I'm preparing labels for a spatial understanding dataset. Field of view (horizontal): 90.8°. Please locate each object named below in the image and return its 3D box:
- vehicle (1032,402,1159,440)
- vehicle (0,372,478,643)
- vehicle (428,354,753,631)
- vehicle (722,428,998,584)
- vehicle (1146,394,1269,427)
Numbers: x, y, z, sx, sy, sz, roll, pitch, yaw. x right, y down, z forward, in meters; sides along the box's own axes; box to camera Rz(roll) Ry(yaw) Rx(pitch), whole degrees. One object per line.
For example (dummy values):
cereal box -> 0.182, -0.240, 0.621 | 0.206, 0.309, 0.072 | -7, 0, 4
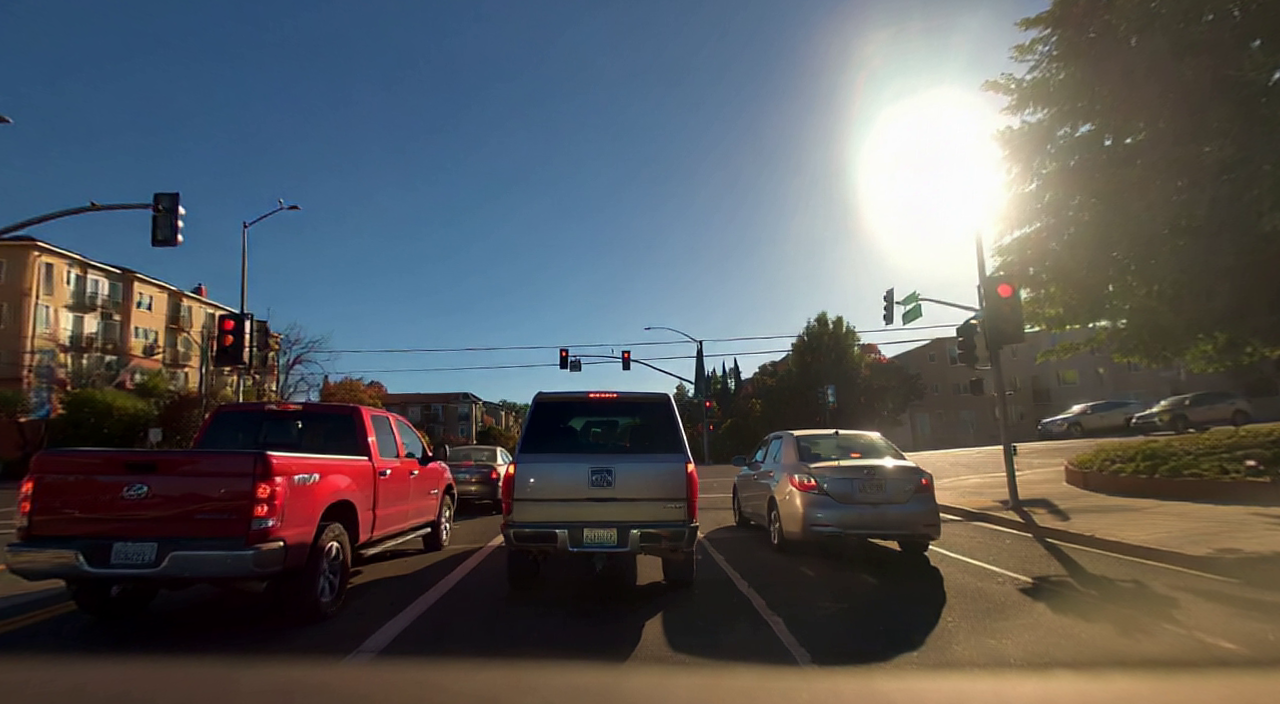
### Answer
vehicle -> 23.299, 3.592, 32.488 | 4.721, 1.866, 2.188 | 0, -9, 2
vehicle -> -3.464, 1.431, 6.944 | 2.146, 1.828, 5.148 | 0, -9, -2
vehicle -> -0.376, 1.312, 6.767 | 2.282, 1.964, 4.421 | 0, -9, -1
vehicle -> 2.405, 1.815, 8.317 | 2.016, 1.481, 4.336 | 0, -9, -1
vehicle -> 29.275, 3.049, 32.685 | 4.540, 1.543, 1.803 | 0, -9, 1
